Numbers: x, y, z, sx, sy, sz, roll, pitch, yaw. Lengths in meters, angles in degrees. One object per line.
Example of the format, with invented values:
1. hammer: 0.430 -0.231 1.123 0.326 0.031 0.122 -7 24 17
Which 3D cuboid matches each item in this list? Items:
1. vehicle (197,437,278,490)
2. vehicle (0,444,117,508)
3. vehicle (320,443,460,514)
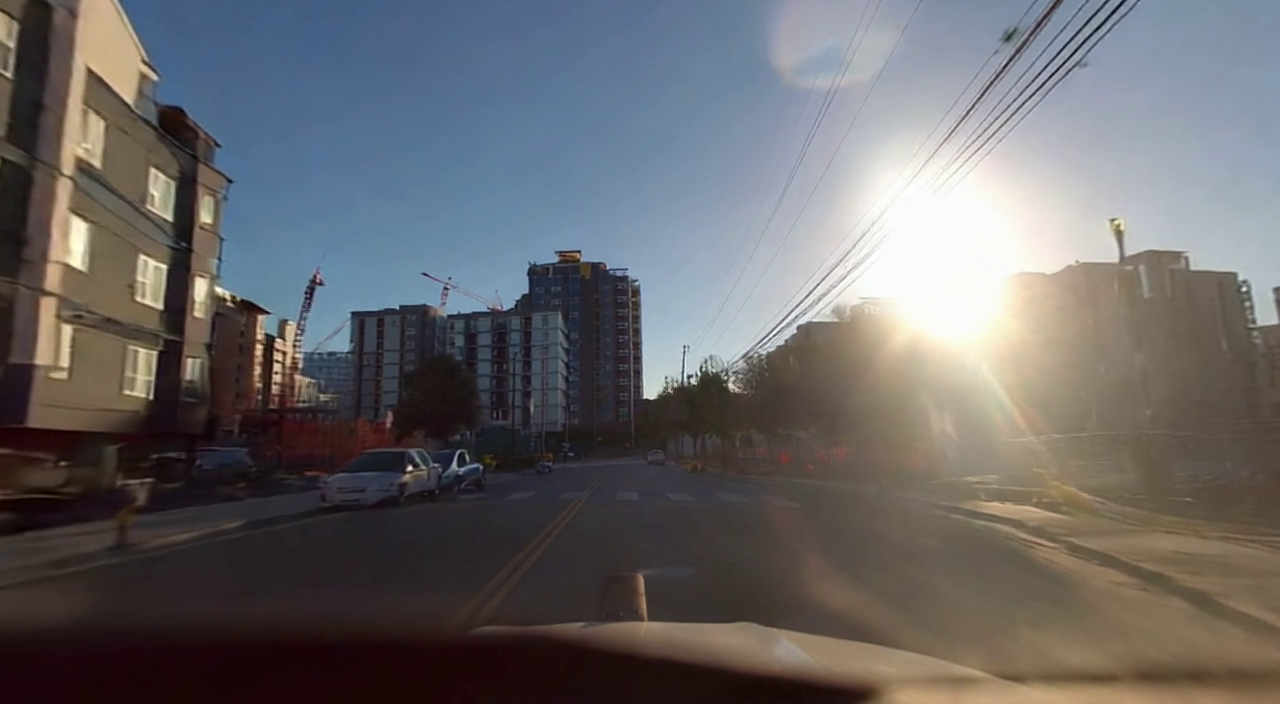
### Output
1. vehicle: -13.817 3.820 21.894 1.998 1.576 5.203 5 -10 -29
2. vehicle: -15.421 2.924 14.938 4.041 1.426 2.120 5 -11 -23
3. vehicle: -6.572 3.347 17.235 1.998 1.633 4.673 0 -9 -1
